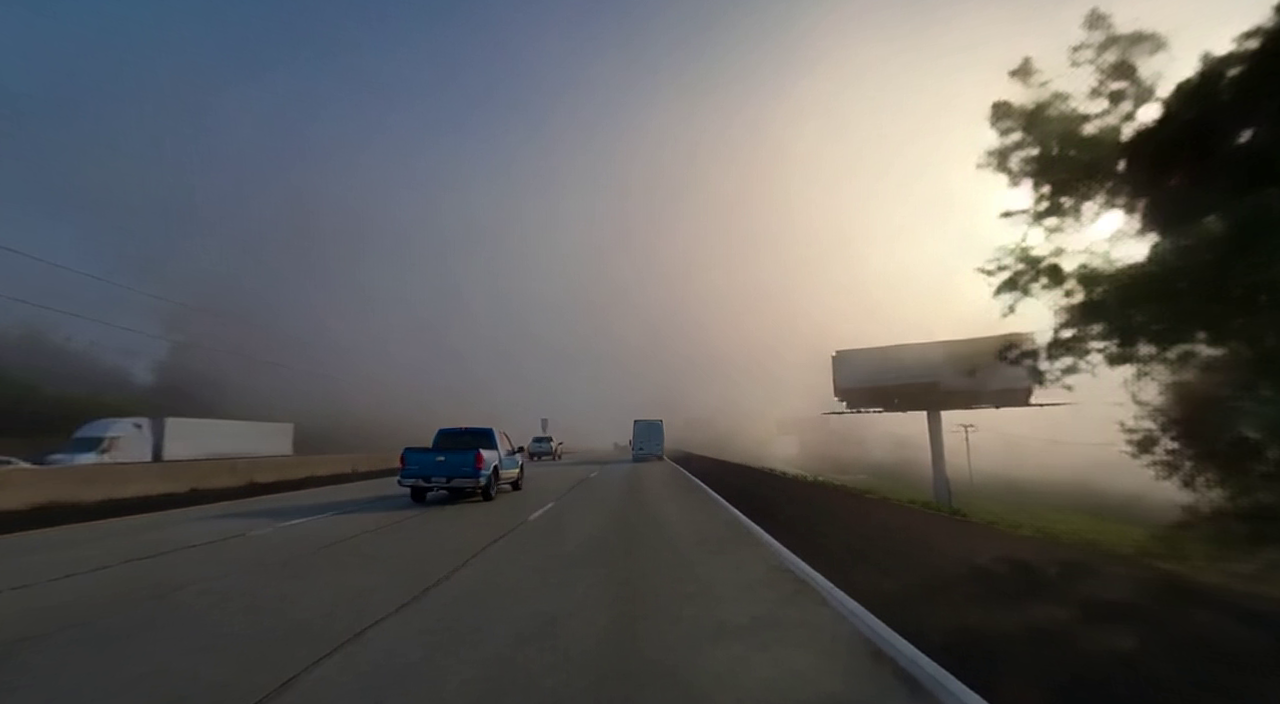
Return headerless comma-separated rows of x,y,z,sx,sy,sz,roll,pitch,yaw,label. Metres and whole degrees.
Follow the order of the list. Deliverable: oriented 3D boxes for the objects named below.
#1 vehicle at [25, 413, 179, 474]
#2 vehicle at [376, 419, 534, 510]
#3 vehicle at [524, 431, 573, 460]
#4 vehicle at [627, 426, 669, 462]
-36.417,6.215,43.084,3.036,3.726,8.384,0,-8,0,vehicle
-3.960,2.495,14.471,2.145,1.730,4.729,-1,-8,1,vehicle
-6.999,7.261,49.067,2.695,2.084,6.836,-1,-8,1,vehicle
0.534,6.358,43.570,2.692,2.279,5.695,0,-8,0,vehicle
